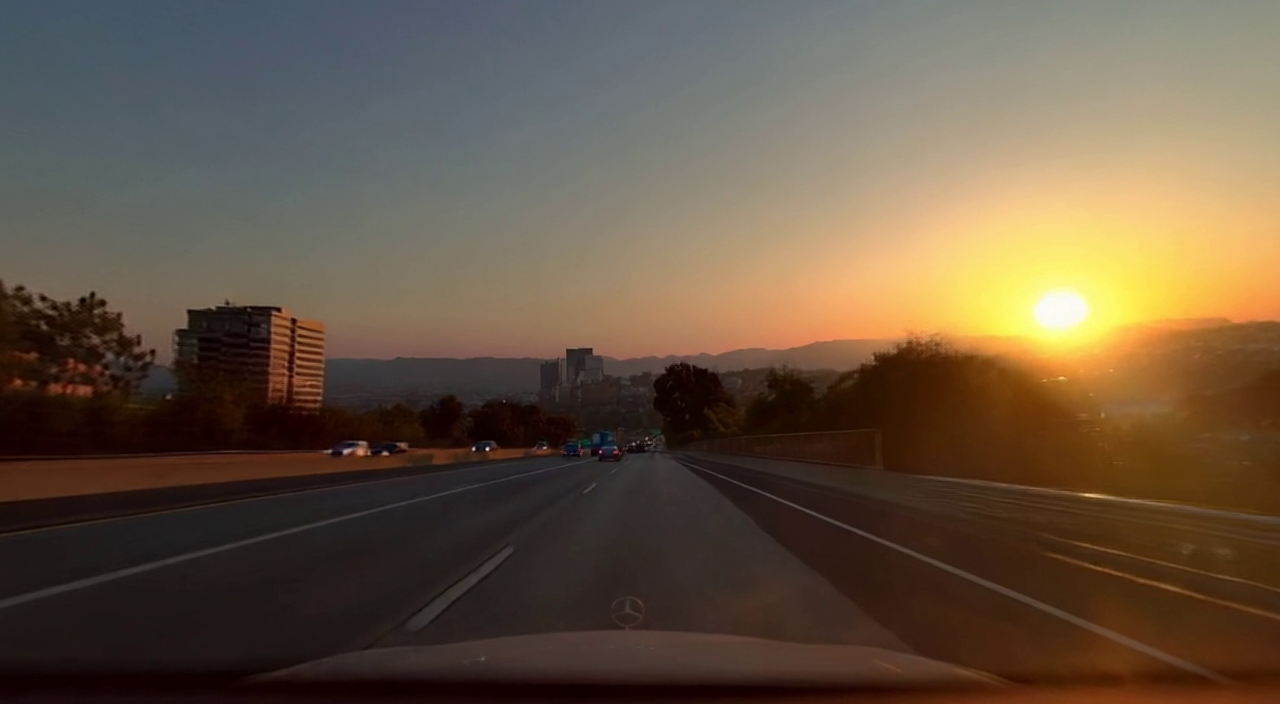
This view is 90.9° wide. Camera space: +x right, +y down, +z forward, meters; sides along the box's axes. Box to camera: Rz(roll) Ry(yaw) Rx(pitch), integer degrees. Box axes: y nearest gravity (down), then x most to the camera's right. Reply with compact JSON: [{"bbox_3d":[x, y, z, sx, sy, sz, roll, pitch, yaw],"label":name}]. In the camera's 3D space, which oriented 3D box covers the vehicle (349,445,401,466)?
[{"bbox_3d":[-18.823,7.349,44.939,2.027,1.411,3.768,0,-8,2],"label":"vehicle"}]
